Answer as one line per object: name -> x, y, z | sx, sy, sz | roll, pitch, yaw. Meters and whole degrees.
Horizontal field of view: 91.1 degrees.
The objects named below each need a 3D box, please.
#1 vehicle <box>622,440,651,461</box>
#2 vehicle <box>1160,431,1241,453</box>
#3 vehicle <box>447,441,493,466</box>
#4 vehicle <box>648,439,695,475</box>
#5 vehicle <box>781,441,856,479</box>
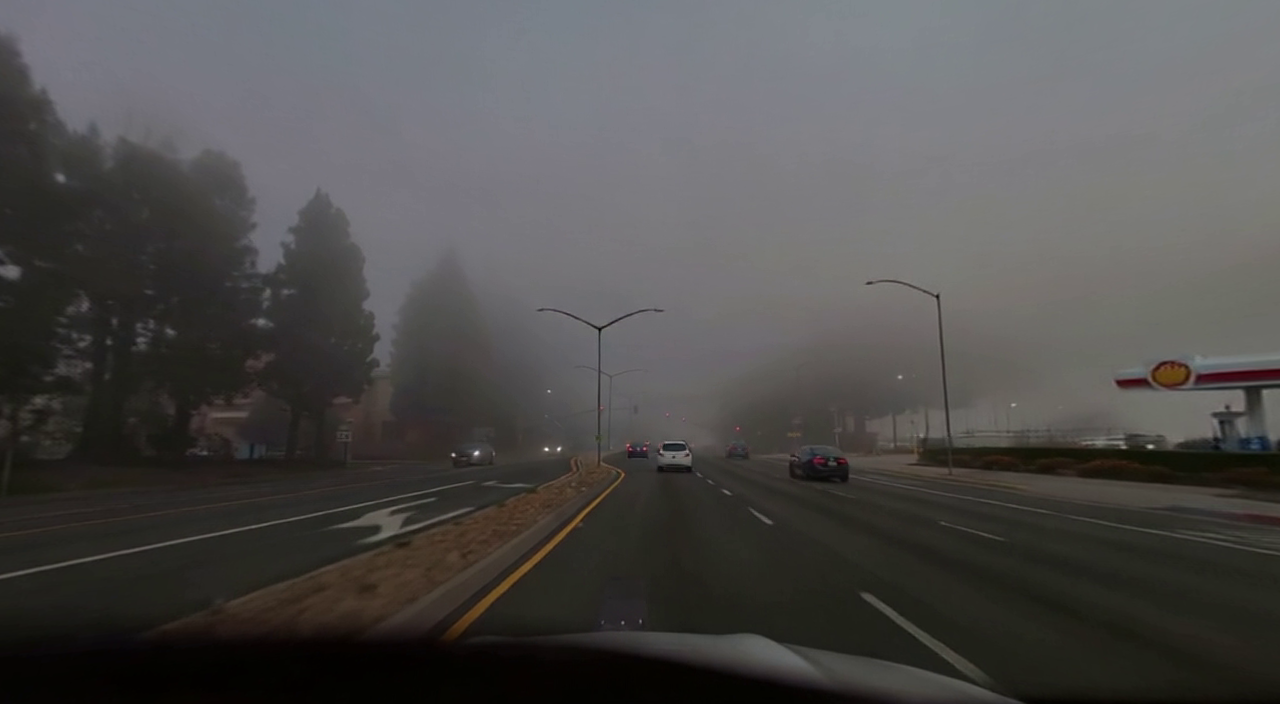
vehicle -> -0.327, 7.630, 48.680 | 2.074, 1.575, 4.326 | 0, -8, -3
vehicle -> 39.378, 6.347, 44.267 | 1.719, 1.450, 4.559 | 0, -8, 4
vehicle -> -13.246, 7.910, 49.189 | 2.022, 1.787, 5.262 | -1, -8, 1
vehicle -> 1.388, 4.830, 29.108 | 1.971, 1.479, 4.493 | 0, -8, 1
vehicle -> 7.484, 4.548, 26.771 | 1.918, 1.484, 4.456 | 0, -8, 0
